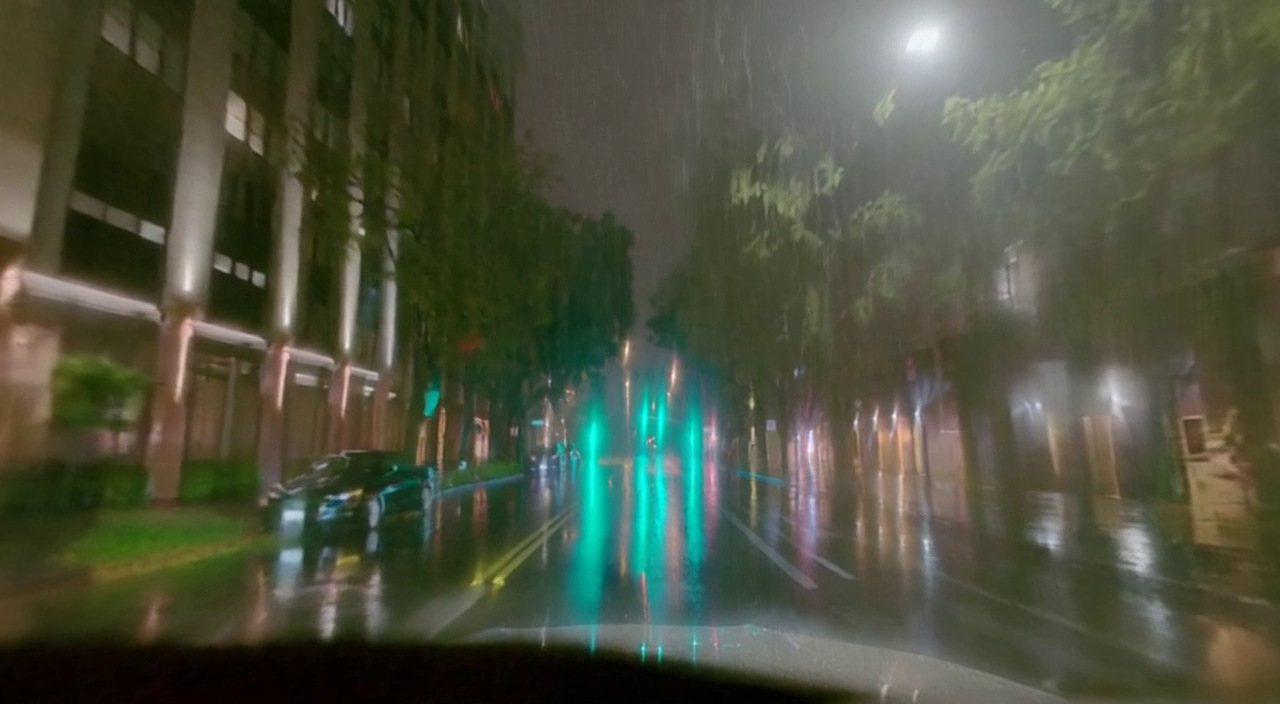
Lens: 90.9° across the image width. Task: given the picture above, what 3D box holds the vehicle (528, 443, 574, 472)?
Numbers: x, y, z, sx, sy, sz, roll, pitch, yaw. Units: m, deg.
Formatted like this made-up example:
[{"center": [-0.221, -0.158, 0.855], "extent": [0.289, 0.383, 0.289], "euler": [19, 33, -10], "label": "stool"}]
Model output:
[{"center": [-5.531, 6.598, 39.771], "extent": [2.147, 1.701, 4.879], "euler": [0, -8, 1], "label": "vehicle"}]

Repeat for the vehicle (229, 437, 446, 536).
[{"center": [-5.874, 2.633, 13.089], "extent": [2.223, 1.658, 4.621], "euler": [0, -8, 0], "label": "vehicle"}]
